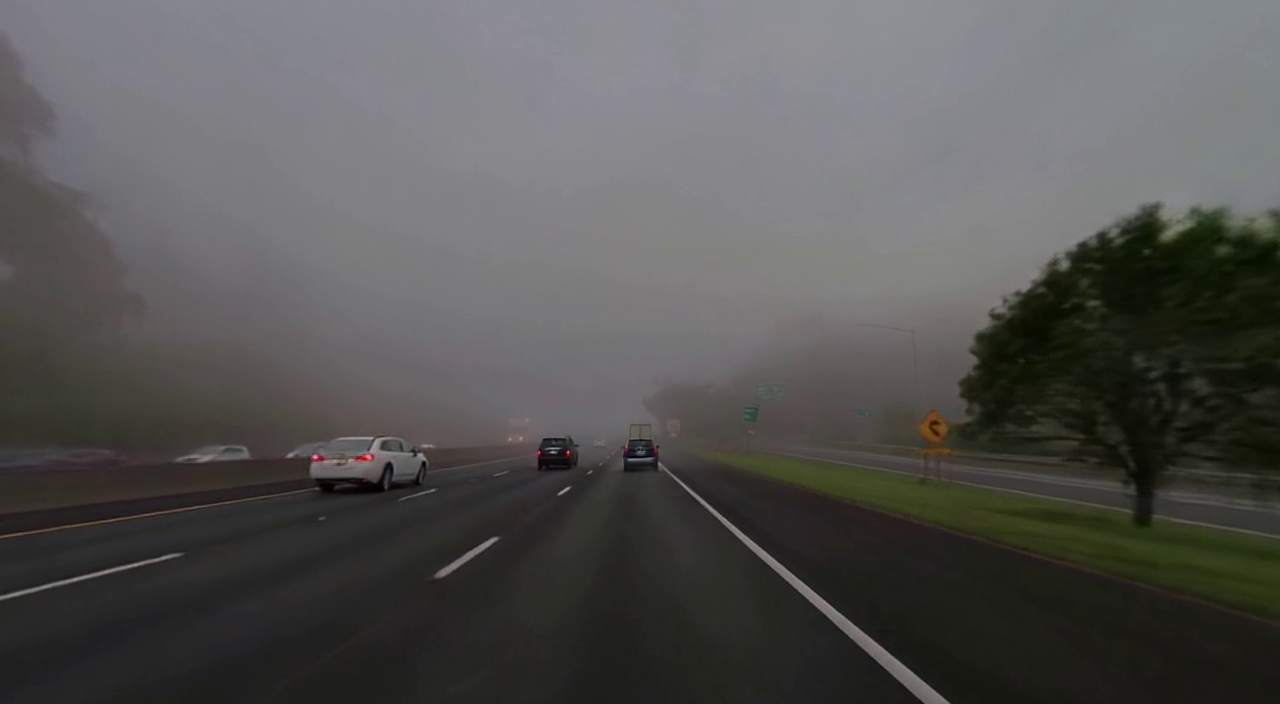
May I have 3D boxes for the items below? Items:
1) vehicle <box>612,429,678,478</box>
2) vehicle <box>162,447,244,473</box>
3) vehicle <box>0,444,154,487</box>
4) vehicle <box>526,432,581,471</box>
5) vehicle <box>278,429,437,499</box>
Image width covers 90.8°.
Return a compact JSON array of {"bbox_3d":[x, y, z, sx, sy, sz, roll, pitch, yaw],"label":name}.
[{"bbox_3d":[0.149,4.003,25.178,2.378,1.750,4.355,0,-8,-1],"label":"vehicle"},{"bbox_3d":[-25.661,6.359,37.324,1.752,1.419,4.340,0,-8,0],"label":"vehicle"},{"bbox_3d":[-21.568,4.325,24.525,1.889,1.475,4.455,0,-8,0],"label":"vehicle"},{"bbox_3d":[-4.113,4.817,30.780,2.044,1.717,4.421,0,-8,0],"label":"vehicle"},{"bbox_3d":[-7.507,3.031,17.472,2.195,1.652,4.733,0,-8,0],"label":"vehicle"}]
